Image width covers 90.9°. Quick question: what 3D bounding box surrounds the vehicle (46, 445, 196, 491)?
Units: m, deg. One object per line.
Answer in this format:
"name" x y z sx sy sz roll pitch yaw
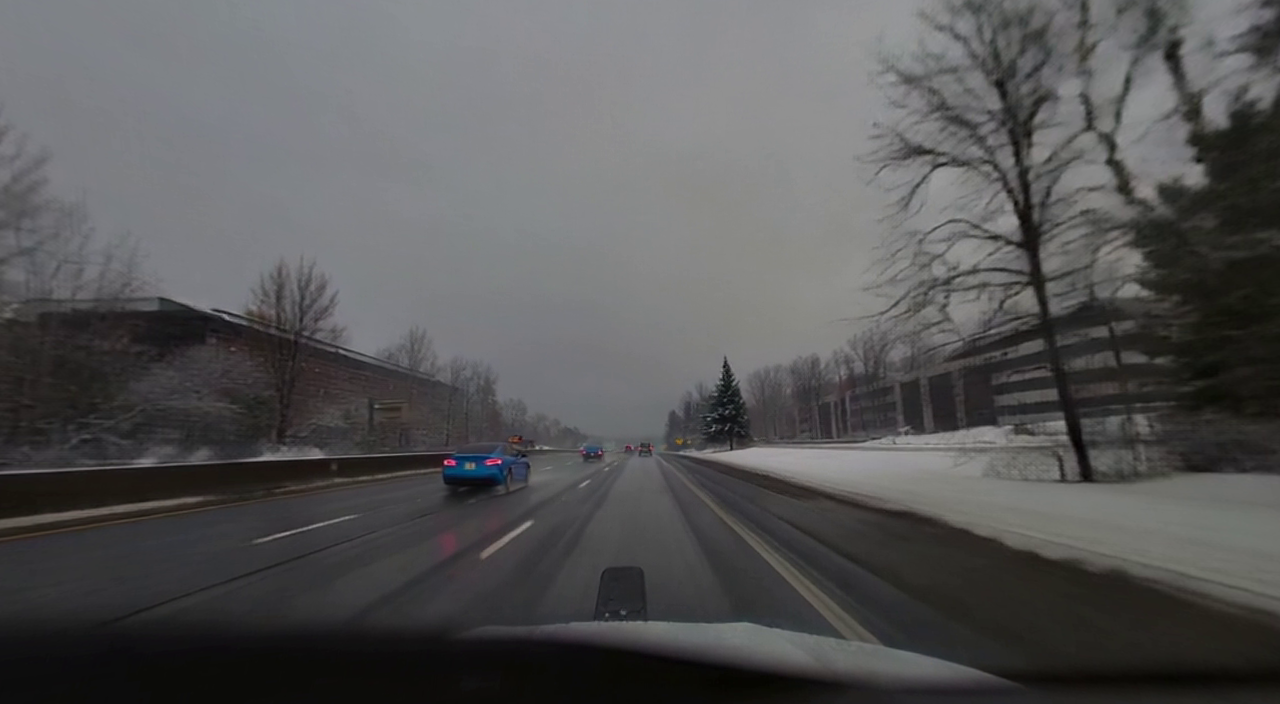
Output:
"vehicle" -21.185 4.732 26.105 2.012 1.688 4.869 0 -8 0

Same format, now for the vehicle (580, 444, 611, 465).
"vehicle" -3.288 7.601 46.932 1.926 1.464 4.186 0 -8 1

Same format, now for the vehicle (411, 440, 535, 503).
"vehicle" -4.314 3.148 17.111 2.083 1.471 4.350 0 -8 1

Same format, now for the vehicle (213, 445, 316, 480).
"vehicle" -17.395 5.098 29.523 1.978 1.510 4.462 0 -8 1
